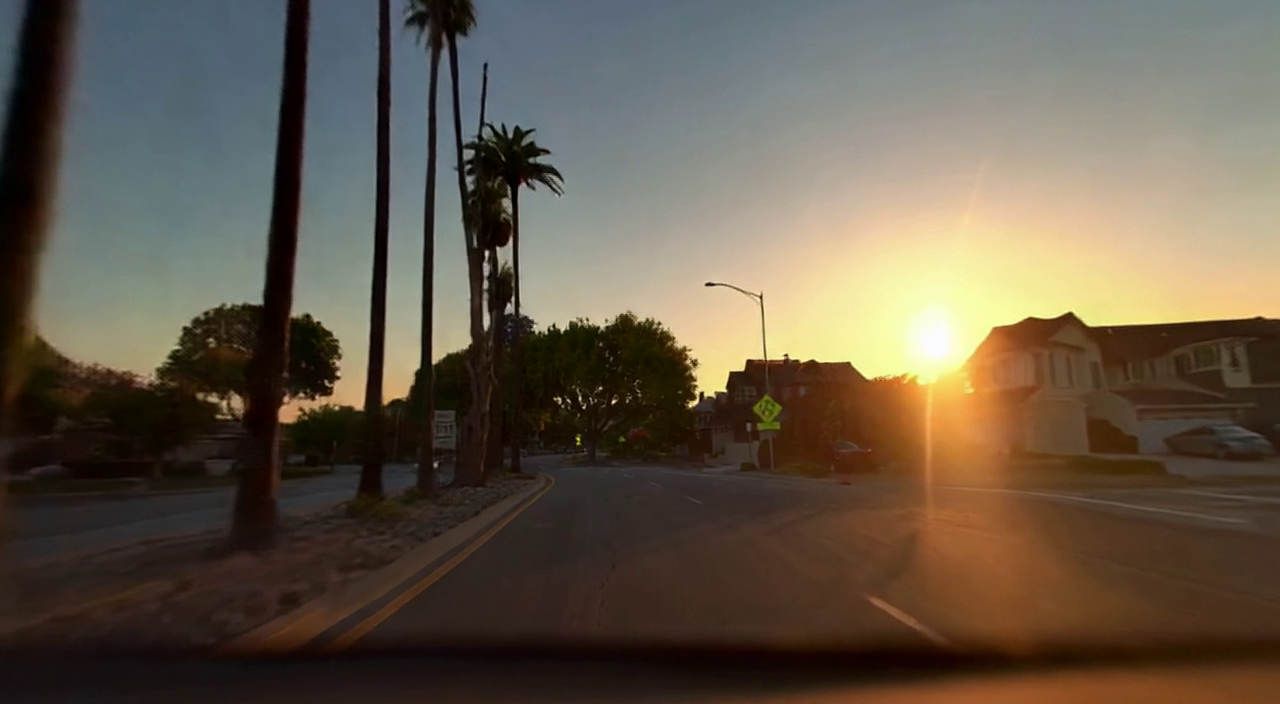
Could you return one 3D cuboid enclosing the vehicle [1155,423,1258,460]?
[{"bbox_3d":[25.408,4.027,28.456,1.702,1.536,3.896,-1,-8,14],"label":"vehicle"}]
